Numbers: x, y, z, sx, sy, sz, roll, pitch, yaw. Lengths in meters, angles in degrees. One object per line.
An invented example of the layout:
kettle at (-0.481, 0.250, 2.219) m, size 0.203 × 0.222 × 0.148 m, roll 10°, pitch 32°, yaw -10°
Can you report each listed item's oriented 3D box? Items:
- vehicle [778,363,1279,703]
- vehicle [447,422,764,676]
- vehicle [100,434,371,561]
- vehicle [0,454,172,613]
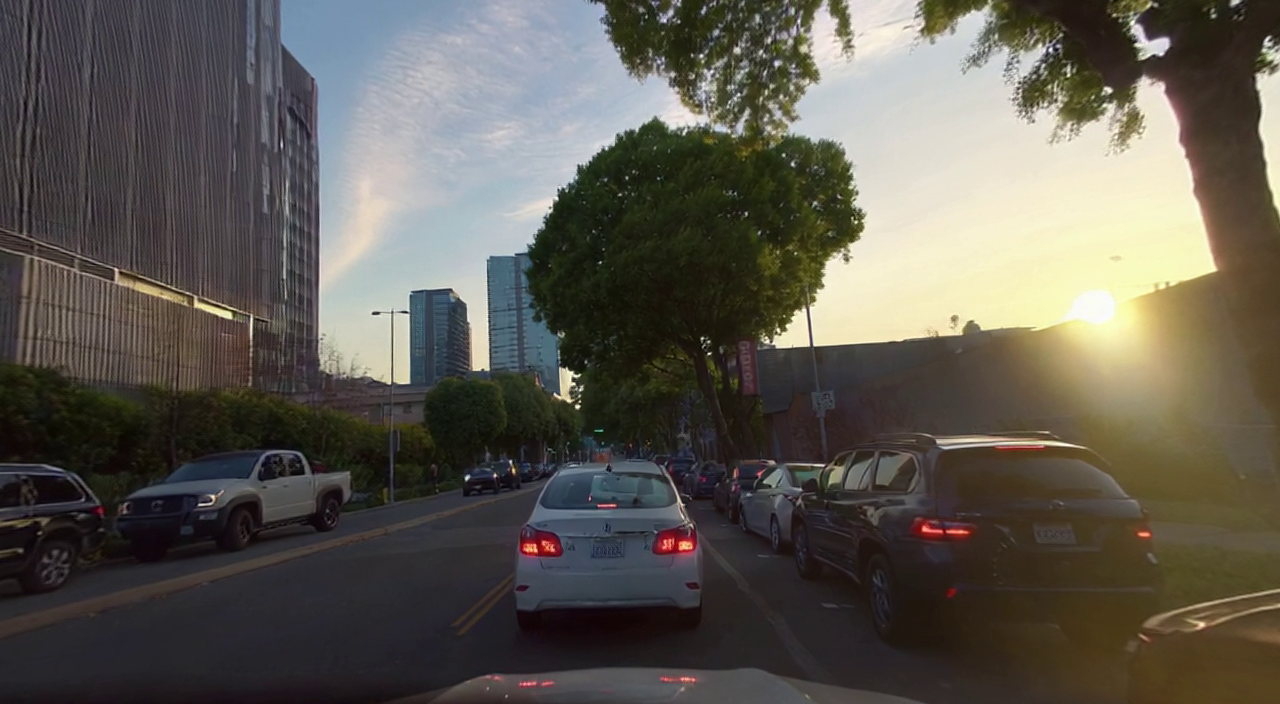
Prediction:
vehicle at (2.711, 1.425, 5.702) m, size 1.868 × 1.920 × 4.501 m, roll 1°, pitch -10°, yaw 0°
vehicle at (-0.197, 1.600, 5.936) m, size 2.018 × 1.583 × 3.646 m, roll 1°, pitch -10°, yaw 1°
vehicle at (-6.842, 2.586, 11.433) m, size 1.994 × 1.701 × 4.520 m, roll -3°, pitch -12°, yaw -1°
vehicle at (-6.982, 1.695, 5.890) m, size 1.900 × 1.471 × 4.202 m, roll 1°, pitch -10°, yaw 0°
